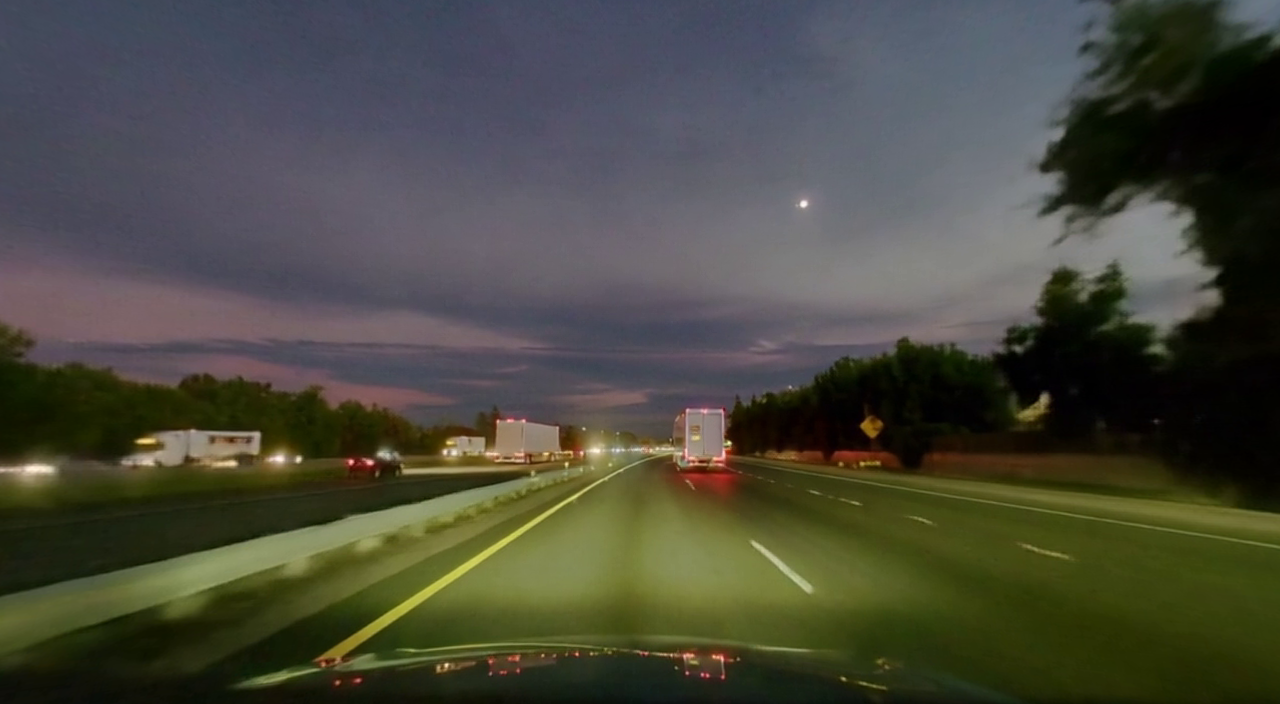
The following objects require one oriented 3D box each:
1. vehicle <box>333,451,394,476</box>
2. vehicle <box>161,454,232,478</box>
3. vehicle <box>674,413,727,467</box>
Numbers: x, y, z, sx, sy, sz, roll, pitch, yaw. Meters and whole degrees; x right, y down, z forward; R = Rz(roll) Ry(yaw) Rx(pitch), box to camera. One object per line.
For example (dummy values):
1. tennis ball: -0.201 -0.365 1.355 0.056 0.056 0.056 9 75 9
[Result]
1. vehicle: -17.622 7.095 40.382 1.833 1.438 4.011 -1 -9 5
2. vehicle: -29.229 7.489 41.715 1.805 1.458 3.709 -1 -9 5
3. vehicle: 4.442 6.971 49.170 2.928 3.595 13.975 0 -9 1
